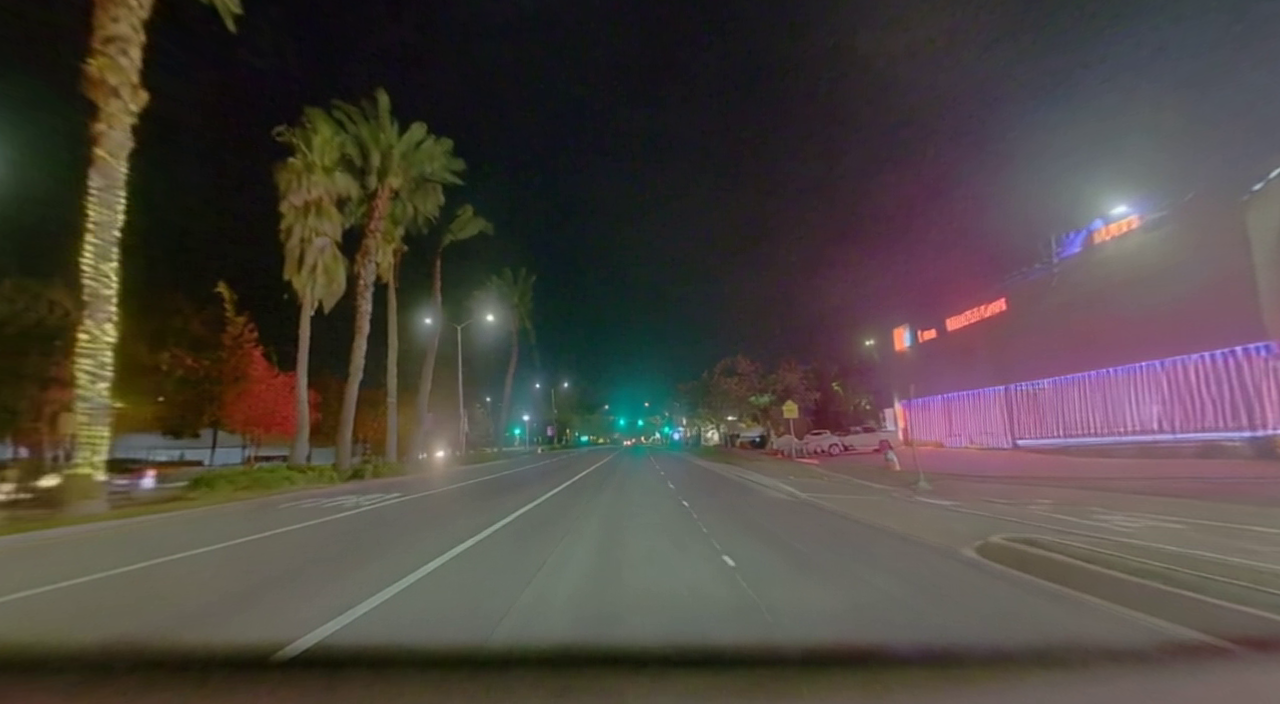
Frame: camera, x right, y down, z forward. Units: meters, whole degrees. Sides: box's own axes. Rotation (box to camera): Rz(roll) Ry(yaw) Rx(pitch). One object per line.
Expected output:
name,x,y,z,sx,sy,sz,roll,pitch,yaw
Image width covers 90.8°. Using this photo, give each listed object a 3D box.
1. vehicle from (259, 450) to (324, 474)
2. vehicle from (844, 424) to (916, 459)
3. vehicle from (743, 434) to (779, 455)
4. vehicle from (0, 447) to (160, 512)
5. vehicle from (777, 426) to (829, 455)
vehicle,-23.420,7.395,42.633,1.880,1.480,4.451,0,-9,-1
vehicle,12.534,4.728,33.309,1.909,1.686,4.670,0,-9,0
vehicle,8.978,6.920,47.166,2.007,1.525,4.492,-1,-9,3
vehicle,-16.540,3.584,18.153,1.876,1.460,4.483,-4,-7,2
vehicle,11.830,6.513,46.337,2.332,1.937,5.400,0,-9,-1
